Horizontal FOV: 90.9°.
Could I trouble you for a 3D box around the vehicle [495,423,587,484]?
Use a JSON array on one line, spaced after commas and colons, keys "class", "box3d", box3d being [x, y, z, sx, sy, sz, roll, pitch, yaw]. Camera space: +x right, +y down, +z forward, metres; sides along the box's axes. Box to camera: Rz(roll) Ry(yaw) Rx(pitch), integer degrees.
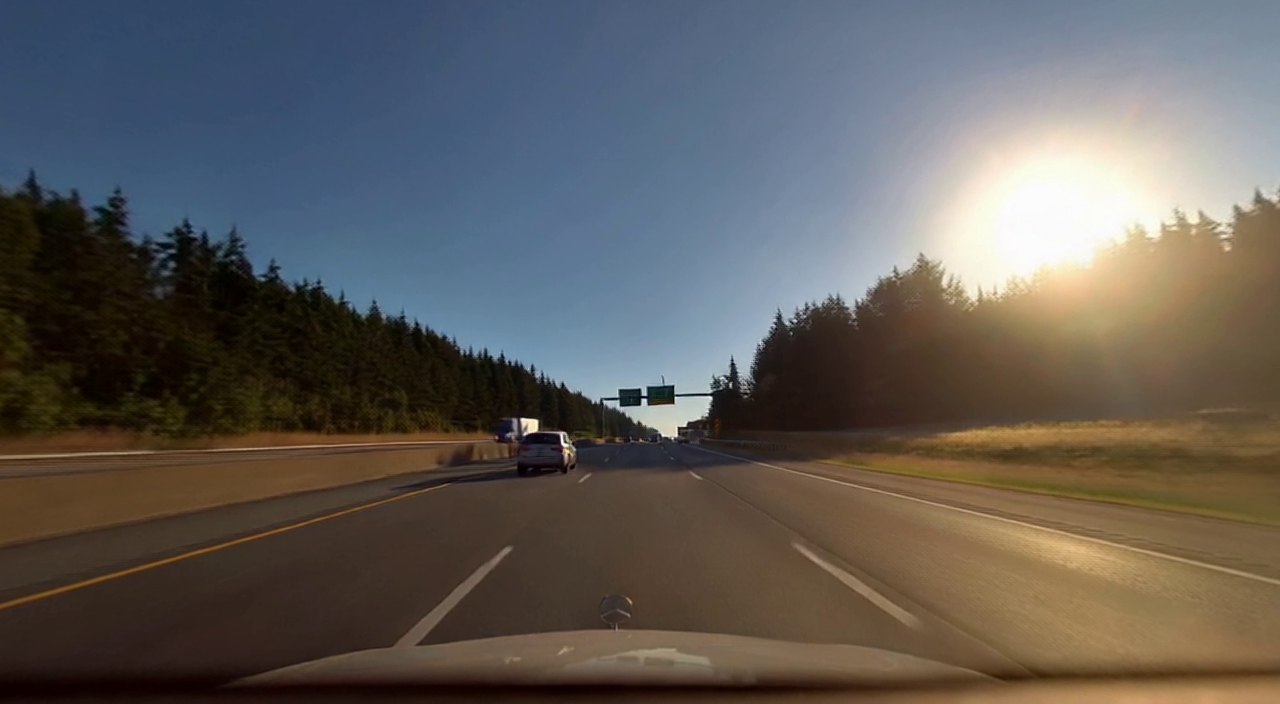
[{"class": "vehicle", "box3d": [-2.859, 3.036, 19.227, 2.084, 1.654, 4.080, 0, -8, 1]}]
